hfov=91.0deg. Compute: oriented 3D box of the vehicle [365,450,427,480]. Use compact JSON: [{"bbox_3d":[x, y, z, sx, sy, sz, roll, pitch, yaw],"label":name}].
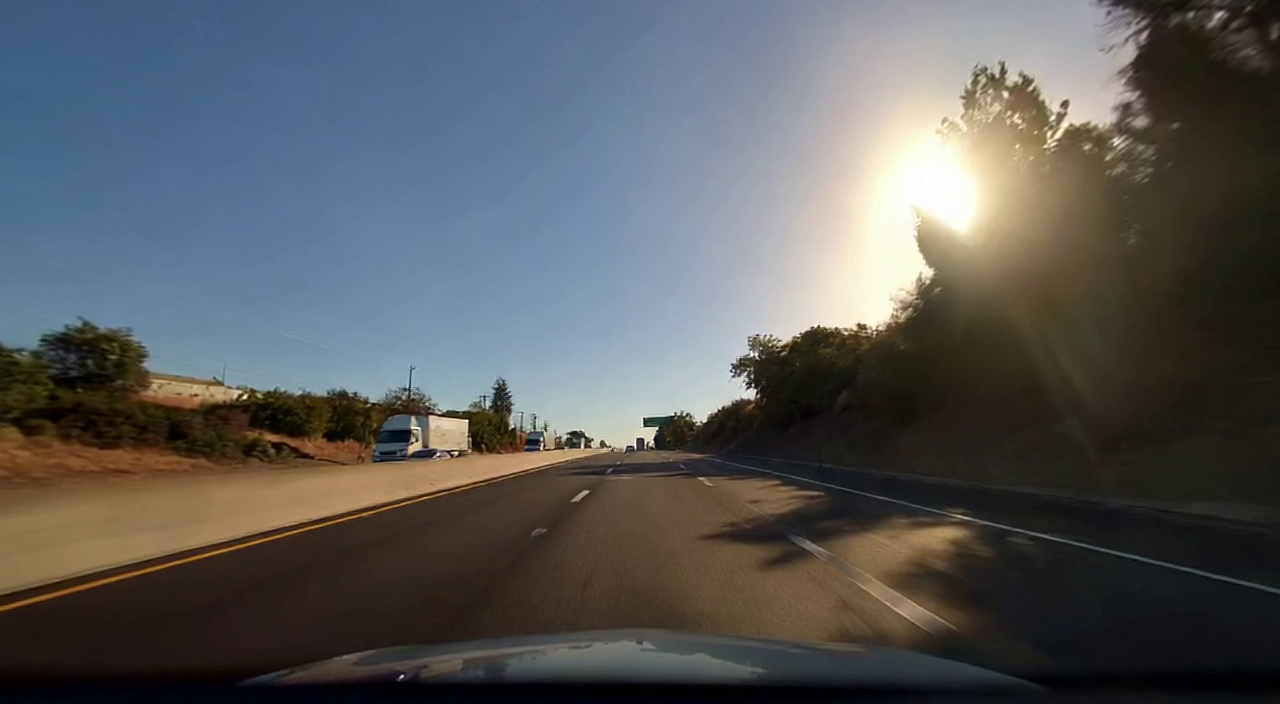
[{"bbox_3d":[-13.766,6.377,35.719,1.823,1.494,4.125,0,-8,1],"label":"vehicle"}]
